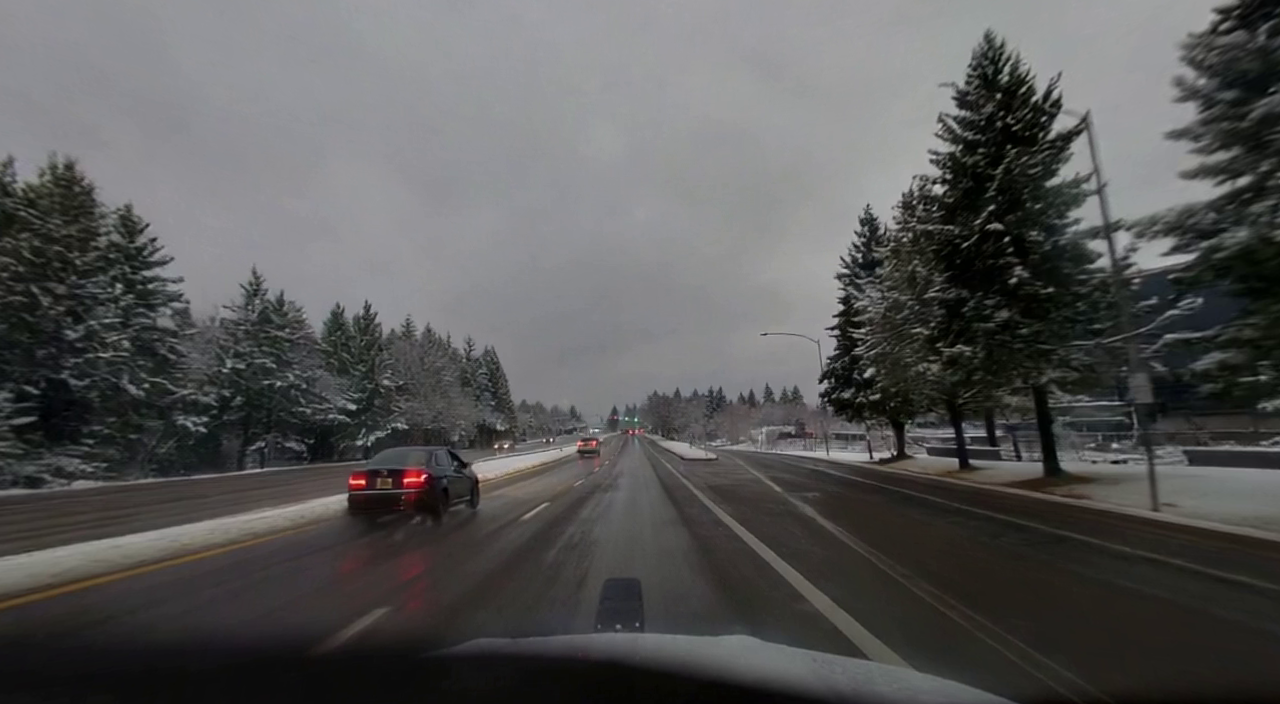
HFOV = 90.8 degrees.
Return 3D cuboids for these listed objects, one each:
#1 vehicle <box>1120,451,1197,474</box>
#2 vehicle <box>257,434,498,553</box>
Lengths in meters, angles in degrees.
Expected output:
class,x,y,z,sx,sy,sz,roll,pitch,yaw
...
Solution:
class,x,y,z,sx,sy,sz,roll,pitch,yaw
vehicle,38.175,8.106,46.528,4.389,1.446,1.938,-1,-8,-13
vehicle,-3.919,2.171,10.540,1.984,1.521,4.682,0,-8,0
